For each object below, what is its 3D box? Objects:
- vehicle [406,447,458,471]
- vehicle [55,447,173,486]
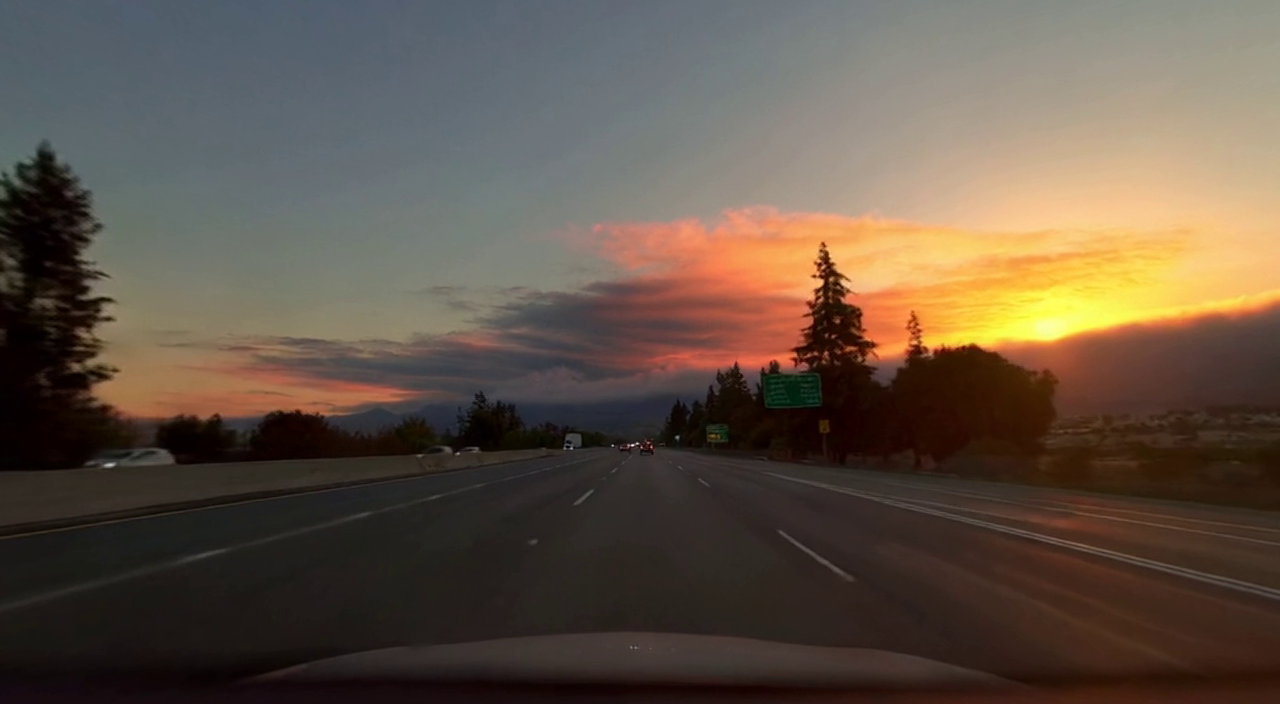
[{"bbox_3d":[-13.374,6.869,40.800,1.925,1.449,4.179,0,-8,1],"label":"vehicle"},{"bbox_3d":[-27.906,6.052,33.702,2.048,1.845,4.924,-2,-8,0],"label":"vehicle"}]
